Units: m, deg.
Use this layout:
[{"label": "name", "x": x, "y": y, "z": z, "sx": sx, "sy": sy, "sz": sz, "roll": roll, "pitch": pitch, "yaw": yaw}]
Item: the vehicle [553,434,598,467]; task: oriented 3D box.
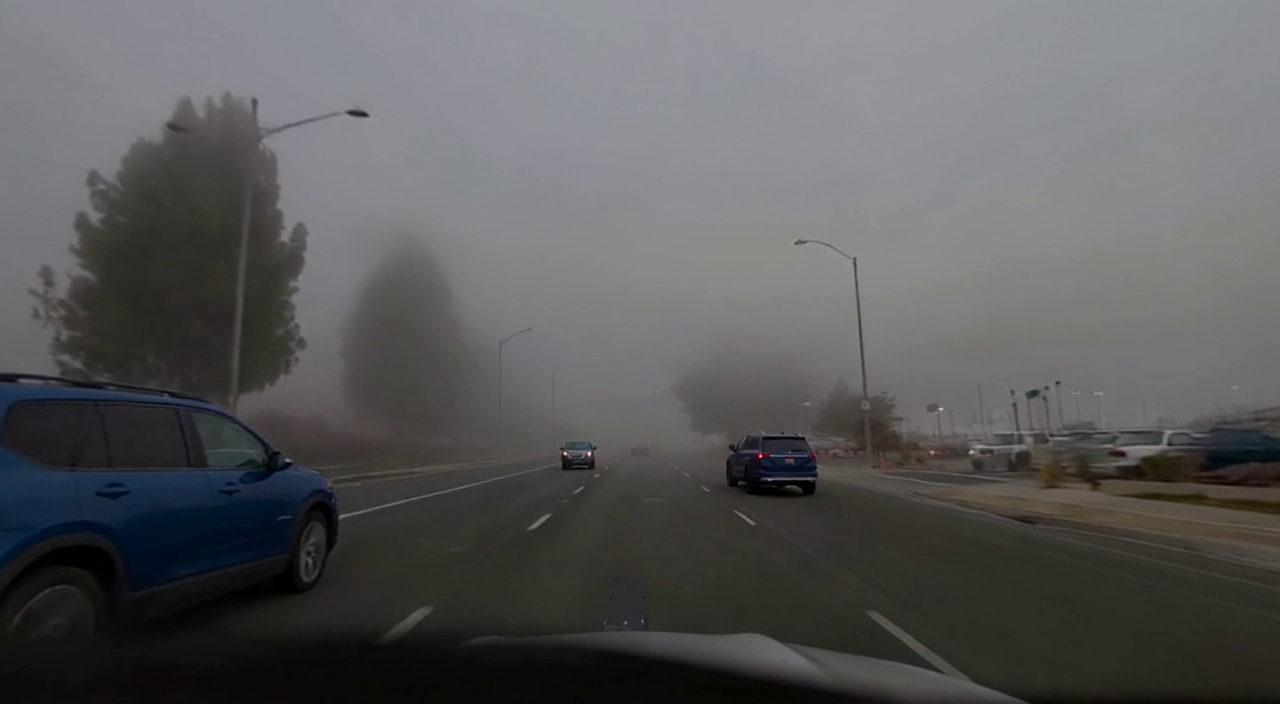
[{"label": "vehicle", "x": -3.678, "y": 5.751, "z": 36.830, "sx": 2.112, "sy": 1.775, "sz": 4.404, "roll": 0, "pitch": -8, "yaw": 1}]

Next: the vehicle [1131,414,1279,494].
[{"label": "vehicle", "x": 13.486, "y": 2.143, "z": 13.431, "sx": 4.393, "sy": 1.557, "sz": 1.936, "roll": 0, "pitch": -8, "yaw": -2}]

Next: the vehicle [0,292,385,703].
[{"label": "vehicle", "x": -3.866, "y": 0.938, "z": 4.250, "sx": 2.210, "sy": 1.925, "sz": 4.838, "roll": 0, "pitch": -8, "yaw": 0}]

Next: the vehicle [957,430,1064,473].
[{"label": "vehicle", "x": 15.578, "y": 4.191, "z": 26.821, "sx": 1.897, "sy": 1.662, "sz": 4.504, "roll": 0, "pitch": -8, "yaw": 2}]

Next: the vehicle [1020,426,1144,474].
[{"label": "vehicle", "x": 18.205, "y": 4.055, "z": 26.270, "sx": 1.944, "sy": 1.815, "sz": 4.419, "roll": 0, "pitch": -8, "yaw": 1}]

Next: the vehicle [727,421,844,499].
[{"label": "vehicle", "x": 3.676, "y": 2.825, "z": 16.851, "sx": 2.024, "sy": 1.773, "sz": 4.431, "roll": 0, "pitch": -8, "yaw": 0}]
